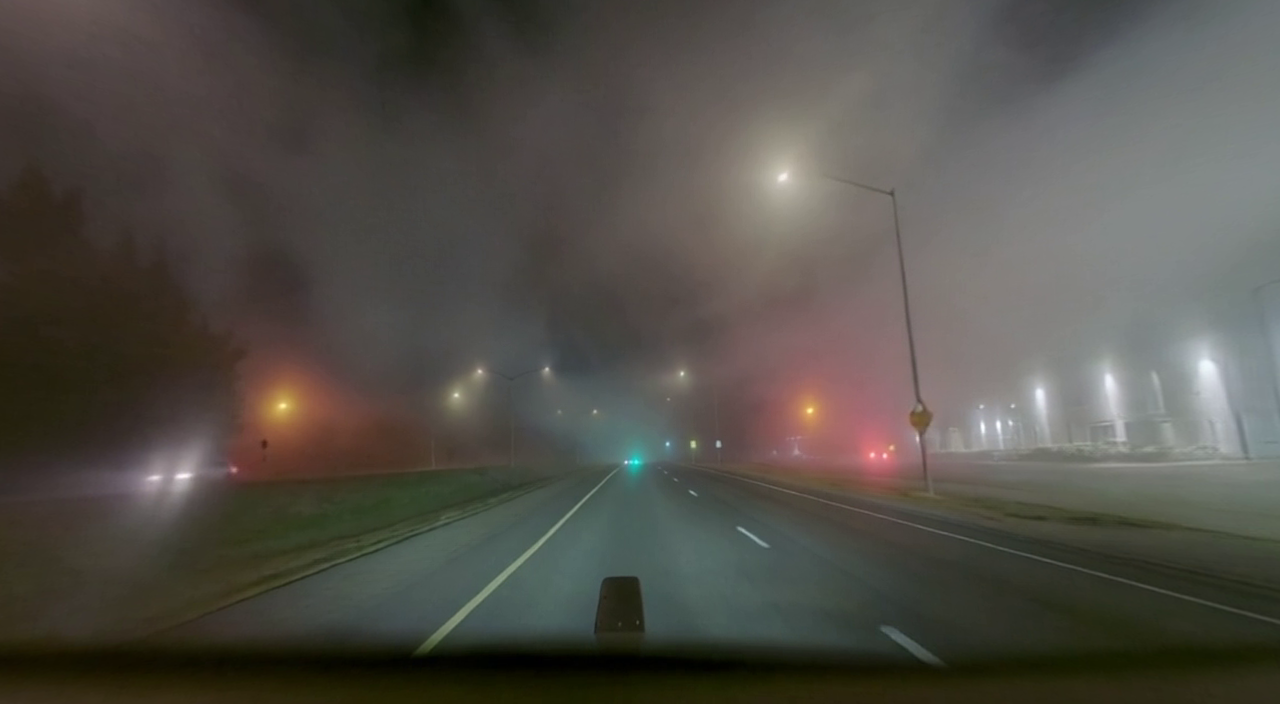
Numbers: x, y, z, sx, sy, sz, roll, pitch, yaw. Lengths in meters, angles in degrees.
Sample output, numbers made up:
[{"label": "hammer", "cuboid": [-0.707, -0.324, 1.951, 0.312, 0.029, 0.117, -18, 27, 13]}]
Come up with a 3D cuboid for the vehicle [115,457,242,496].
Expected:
[{"label": "vehicle", "cuboid": [-19.155, 5.170, 26.541, 1.790, 1.453, 4.618, 0, -10, 0]}]
